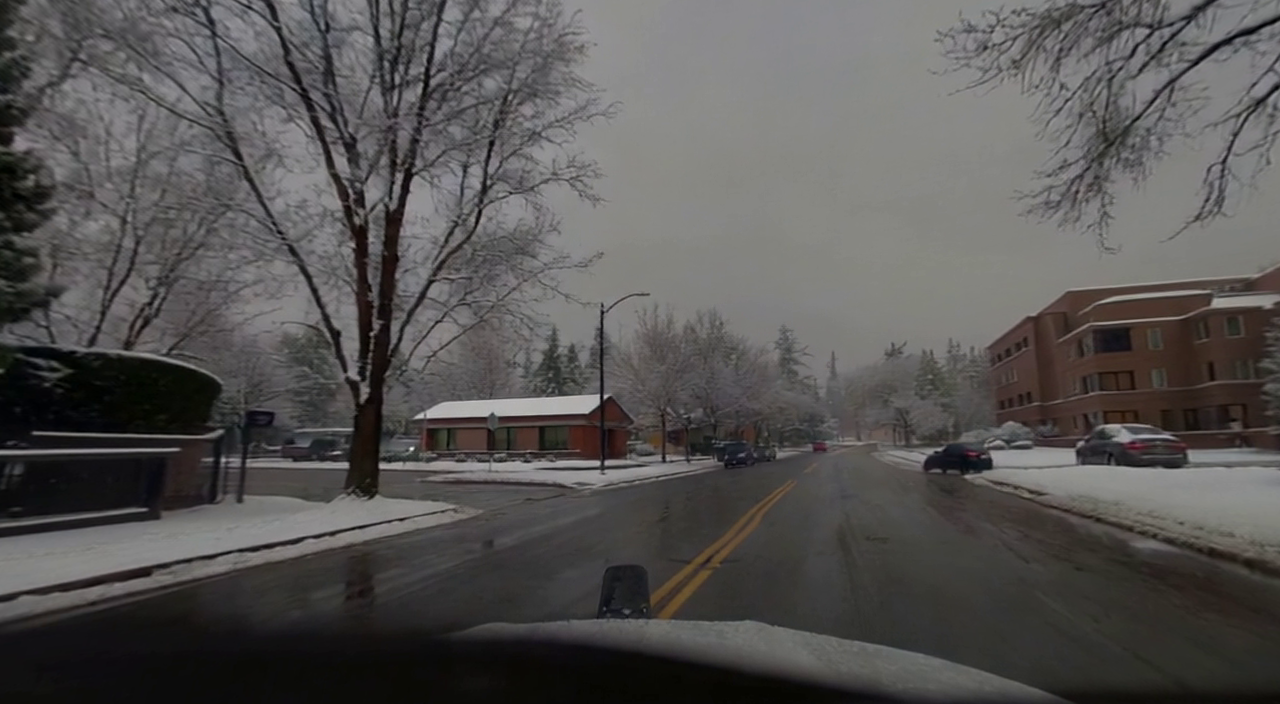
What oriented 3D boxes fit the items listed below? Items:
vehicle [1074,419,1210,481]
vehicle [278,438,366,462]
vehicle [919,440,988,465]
[{"bbox_3d":[16.708,3.301,21.309,2.018,1.840,4.662,-3,-9,19],"label":"vehicle"},{"bbox_3d":[-21.699,6.697,43.103,4.814,1.609,2.197,-1,-9,1],"label":"vehicle"},{"bbox_3d":[23.682,7.575,47.731,4.277,1.740,2.097,-2,-8,15],"label":"vehicle"}]
